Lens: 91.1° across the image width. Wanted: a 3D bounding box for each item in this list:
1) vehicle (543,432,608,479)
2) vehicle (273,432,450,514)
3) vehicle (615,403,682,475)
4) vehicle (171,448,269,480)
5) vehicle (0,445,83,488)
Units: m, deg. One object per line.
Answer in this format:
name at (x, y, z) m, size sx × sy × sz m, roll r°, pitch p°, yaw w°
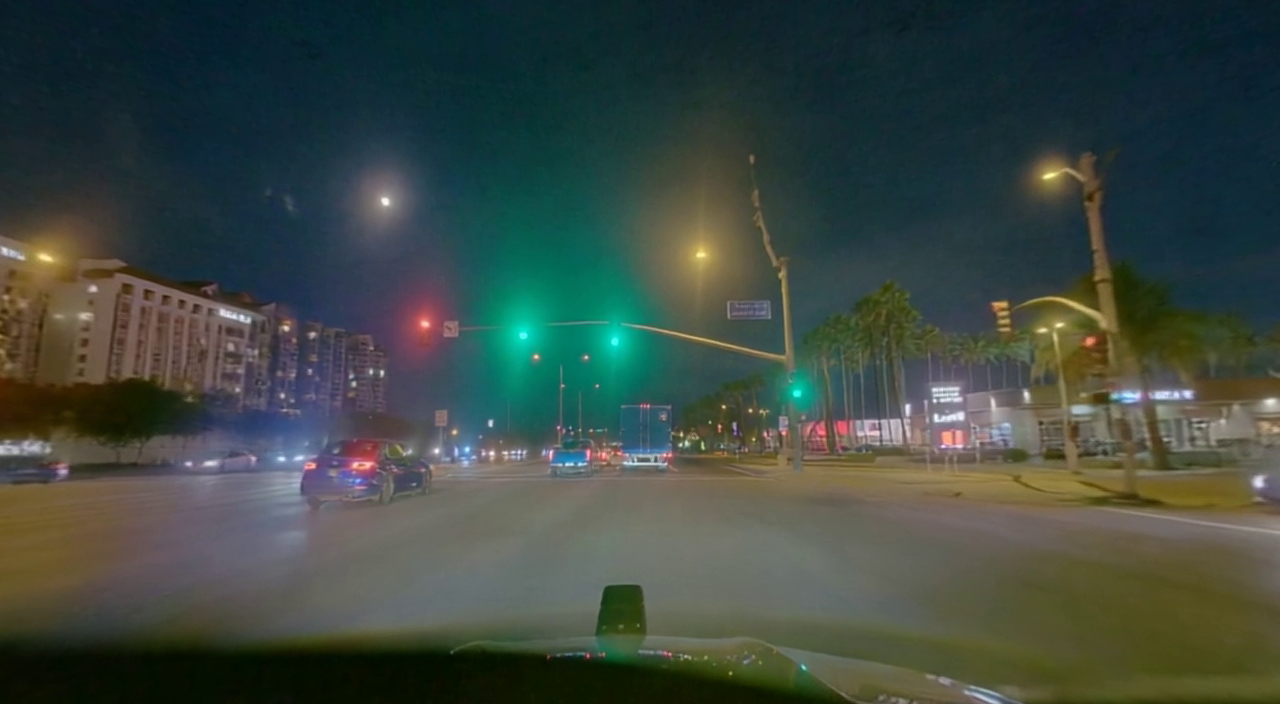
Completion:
vehicle at (-2.701, 4.499, 27.520) m, size 2.178 × 1.826 × 4.933 m, roll 0°, pitch -9°, yaw 2°
vehicle at (-6.354, 2.797, 15.076) m, size 2.045 × 1.630 × 4.680 m, roll 0°, pitch -9°, yaw 1°
vehicle at (0.425, 4.414, 31.712) m, size 2.993 × 3.235 × 6.692 m, roll 0°, pitch -9°, yaw 1°
vehicle at (-21.332, 5.681, 32.119) m, size 1.876 × 1.479 × 4.443 m, roll 0°, pitch -9°, yaw 1°
vehicle at (-27.913, 5.022, 27.695) m, size 2.006 × 1.791 × 4.944 m, roll 0°, pitch -9°, yaw 1°
